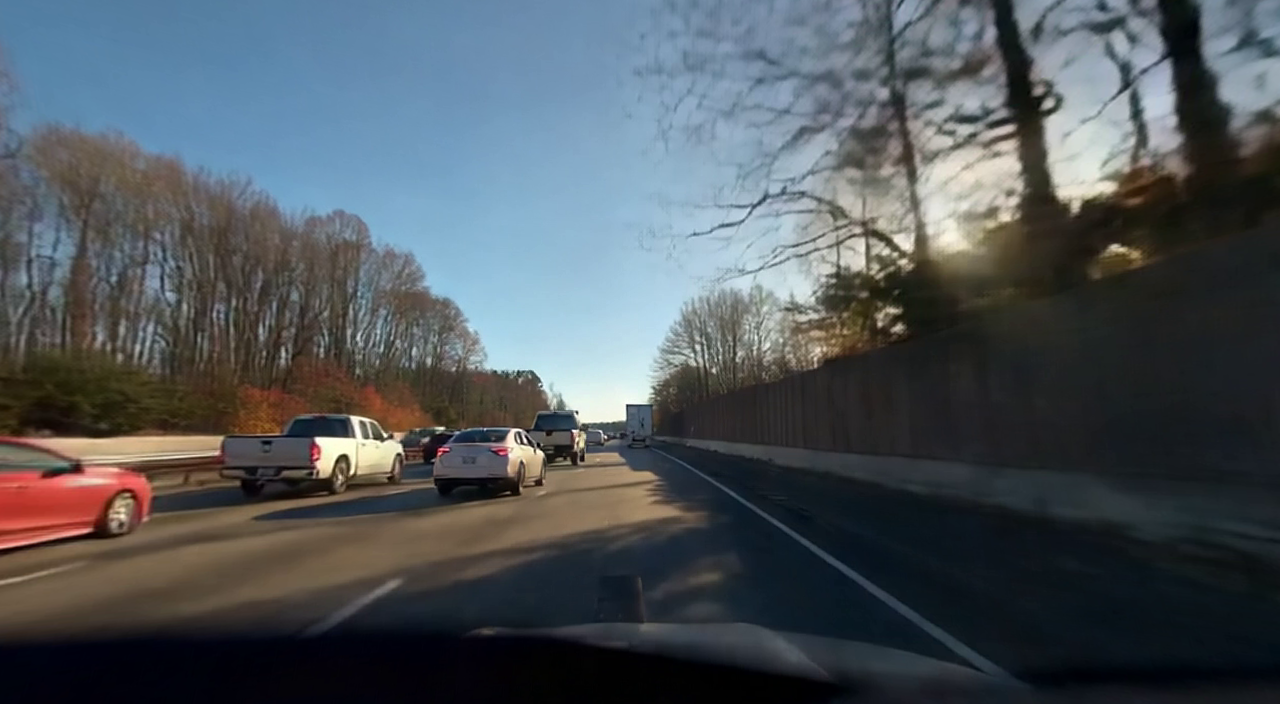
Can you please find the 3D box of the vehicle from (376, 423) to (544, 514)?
[{"bbox_3d":[-3.299,2.207,12.516,2.089,1.485,4.153,0,-8,0],"label":"vehicle"}]

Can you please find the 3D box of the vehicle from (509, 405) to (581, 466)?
[{"bbox_3d":[-4.185,3.806,28.678,2.427,2.514,5.159,0,-8,0],"label":"vehicle"}]

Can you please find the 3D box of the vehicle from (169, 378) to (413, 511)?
[{"bbox_3d":[-7.488,2.084,14.556,2.386,2.435,5.831,0,-8,-1],"label":"vehicle"}]

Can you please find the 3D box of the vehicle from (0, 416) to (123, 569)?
[{"bbox_3d":[-7.497,1.357,5.857,1.957,1.545,3.971,0,-8,0],"label":"vehicle"}]
